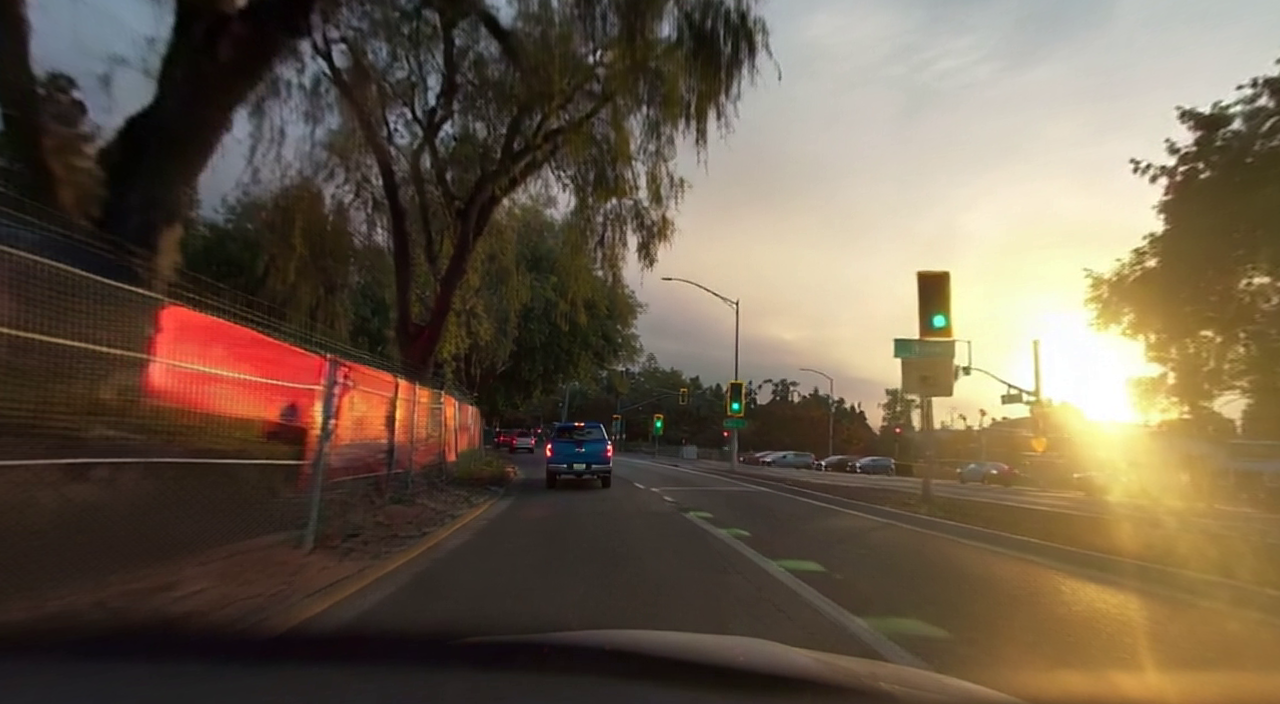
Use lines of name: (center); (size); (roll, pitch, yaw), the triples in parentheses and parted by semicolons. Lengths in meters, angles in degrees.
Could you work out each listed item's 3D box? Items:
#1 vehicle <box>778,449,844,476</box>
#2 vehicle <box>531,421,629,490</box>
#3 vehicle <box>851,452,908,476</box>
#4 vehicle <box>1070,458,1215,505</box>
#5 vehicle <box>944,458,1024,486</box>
vehicle: (10.374, 6.697, 38.538); (1.838, 1.494, 4.553); (2, -8, -14)
vehicle: (-1.793, 2.972, 18.474); (2.436, 1.698, 5.322); (1, -8, -6)
vehicle: (18.472, 8.605, 48.891); (1.841, 1.673, 4.470); (2, -8, -13)
vehicle: (22.677, 5.804, 28.793); (1.938, 1.781, 5.078); (1, -8, -9)
vehicle: (20.951, 7.282, 38.622); (1.805, 1.494, 4.362); (2, -8, -12)
